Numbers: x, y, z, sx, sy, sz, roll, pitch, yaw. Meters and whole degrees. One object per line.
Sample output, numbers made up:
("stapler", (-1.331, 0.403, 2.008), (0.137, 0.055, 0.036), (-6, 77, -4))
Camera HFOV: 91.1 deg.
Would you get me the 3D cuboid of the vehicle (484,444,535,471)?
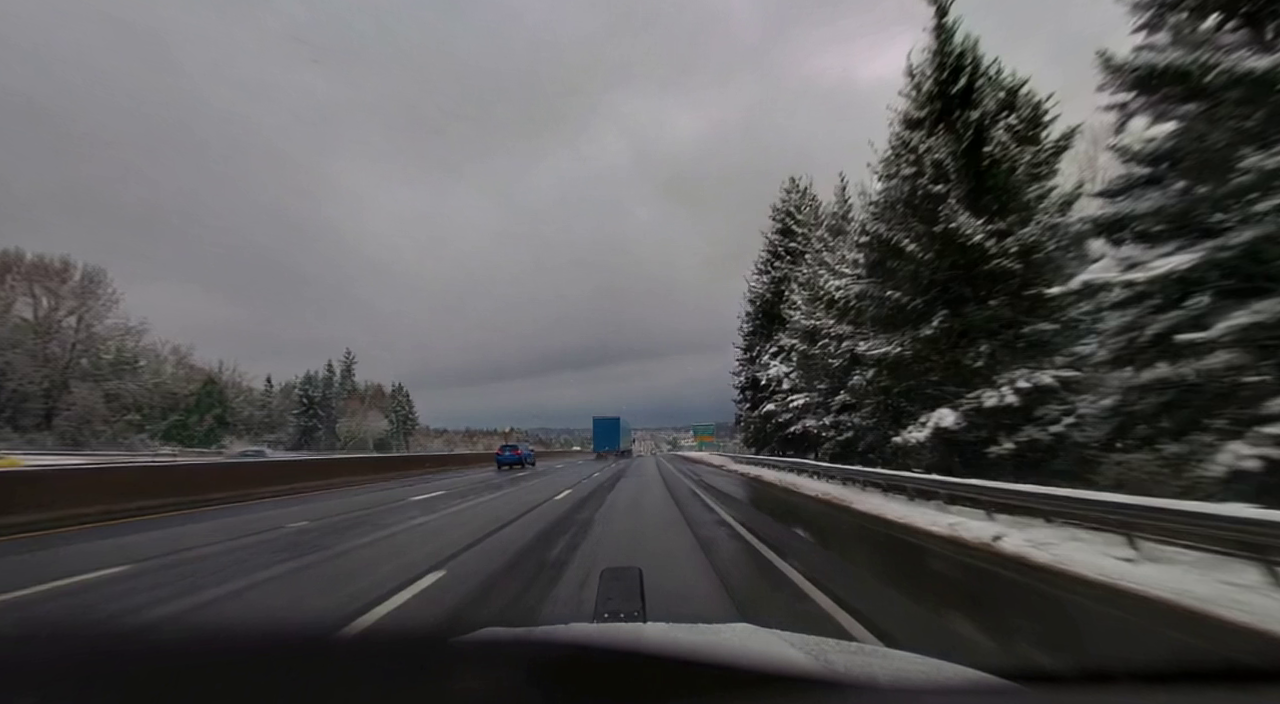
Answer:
("vehicle", (-7.577, 6.137, 36.936), (1.901, 1.467, 4.629), (0, -8, 2))
